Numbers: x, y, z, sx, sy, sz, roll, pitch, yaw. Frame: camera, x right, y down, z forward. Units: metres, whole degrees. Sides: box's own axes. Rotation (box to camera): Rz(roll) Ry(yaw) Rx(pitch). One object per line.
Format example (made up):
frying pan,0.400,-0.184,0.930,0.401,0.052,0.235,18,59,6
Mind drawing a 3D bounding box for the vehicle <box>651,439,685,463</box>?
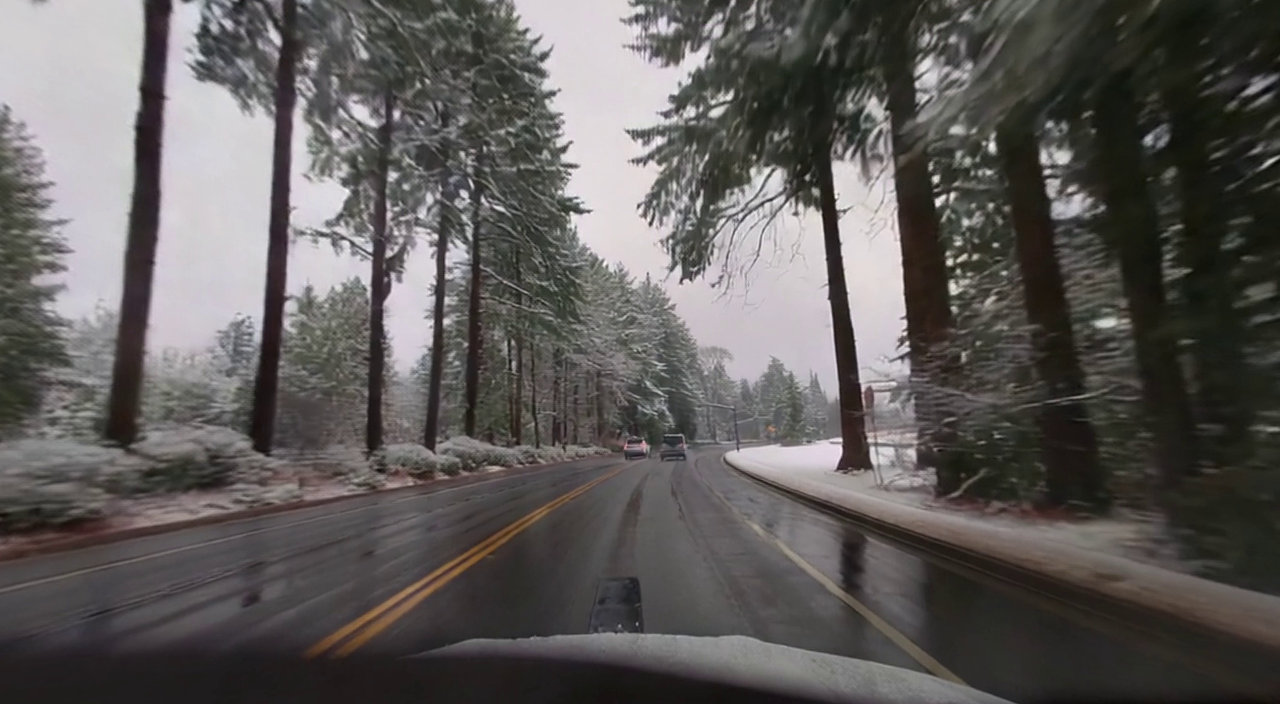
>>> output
vehicle,1.857,6.410,40.935,2.071,1.474,4.047,-1,-8,5
